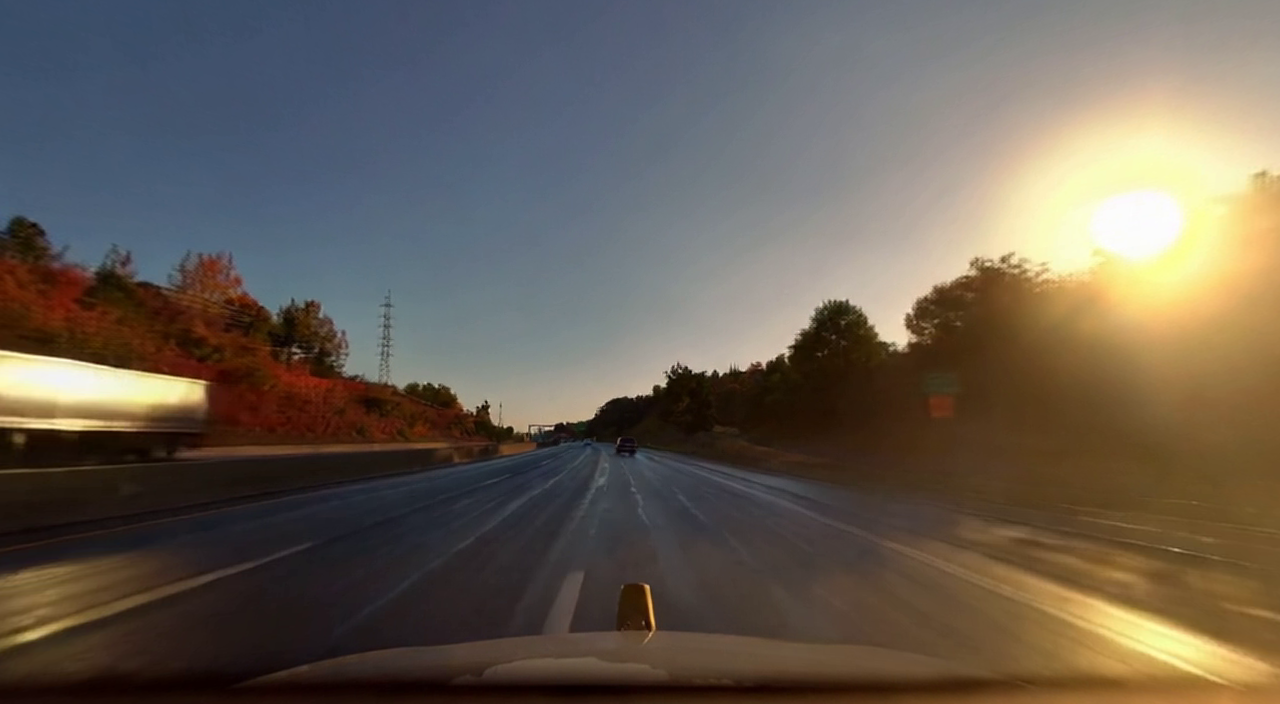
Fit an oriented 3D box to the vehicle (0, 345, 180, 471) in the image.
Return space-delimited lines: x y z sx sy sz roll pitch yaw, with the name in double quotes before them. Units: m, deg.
"vehicle" -22.332 1.952 21.353 3.012 4.071 14.519 0 -8 -3
